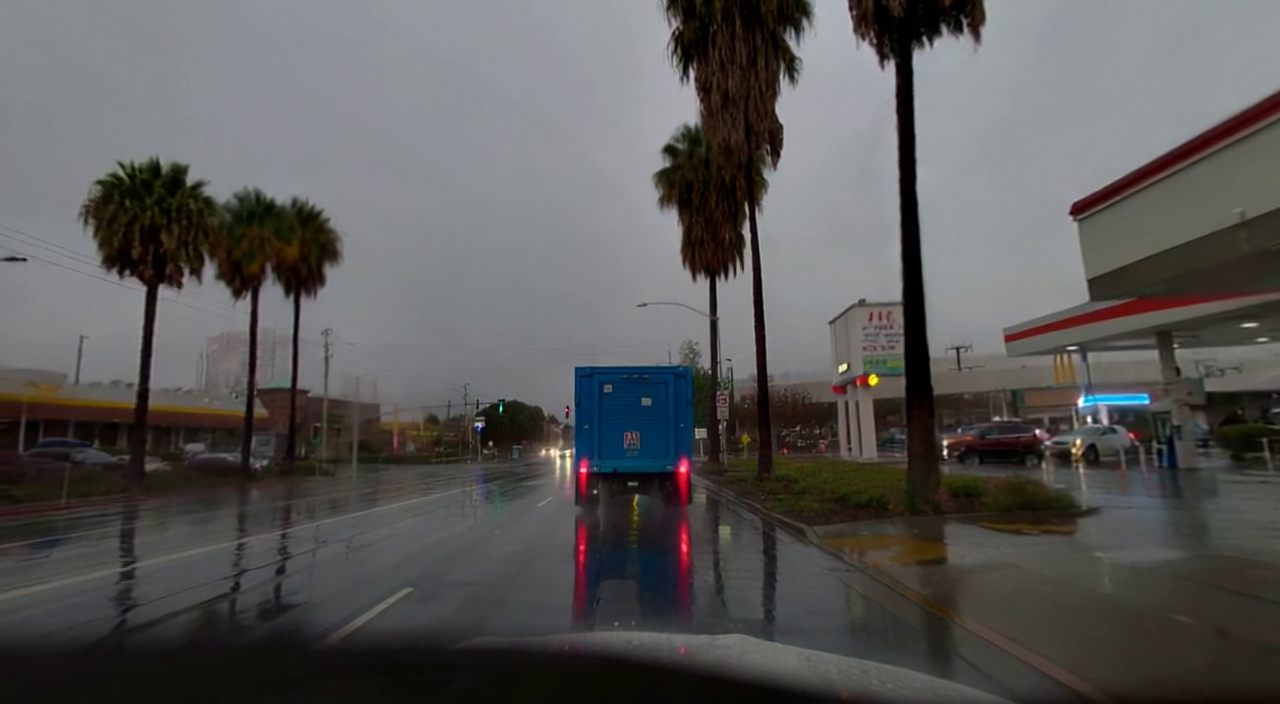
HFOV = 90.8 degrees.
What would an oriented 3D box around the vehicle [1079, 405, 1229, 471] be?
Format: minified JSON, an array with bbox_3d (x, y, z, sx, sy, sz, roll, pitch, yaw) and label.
[{"bbox_3d":[15.756,2.618,19.323,4.472,1.730,1.939,2,-10,-31],"label":"vehicle"}]

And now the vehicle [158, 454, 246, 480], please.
[{"bbox_3d":[-27.994,7.337,40.549,4.303,1.567,2.021,5,-10,-28],"label":"vehicle"}]

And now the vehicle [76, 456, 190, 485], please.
[{"bbox_3d":[-27.639,6.466,34.659,4.493,1.453,1.912,4,-9,-27],"label":"vehicle"}]

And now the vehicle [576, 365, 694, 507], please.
[{"bbox_3d":[-0.088,2.161,16.363,2.463,2.954,5.938,1,-8,0],"label":"vehicle"}]

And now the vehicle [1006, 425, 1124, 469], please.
[{"bbox_3d":[15.266,3.385,22.649,4.105,1.433,1.931,5,-10,-33],"label":"vehicle"}]

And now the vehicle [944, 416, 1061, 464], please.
[{"bbox_3d":[15.974,3.885,27.780,5.078,1.937,2.326,6,-10,-34],"label":"vehicle"}]
